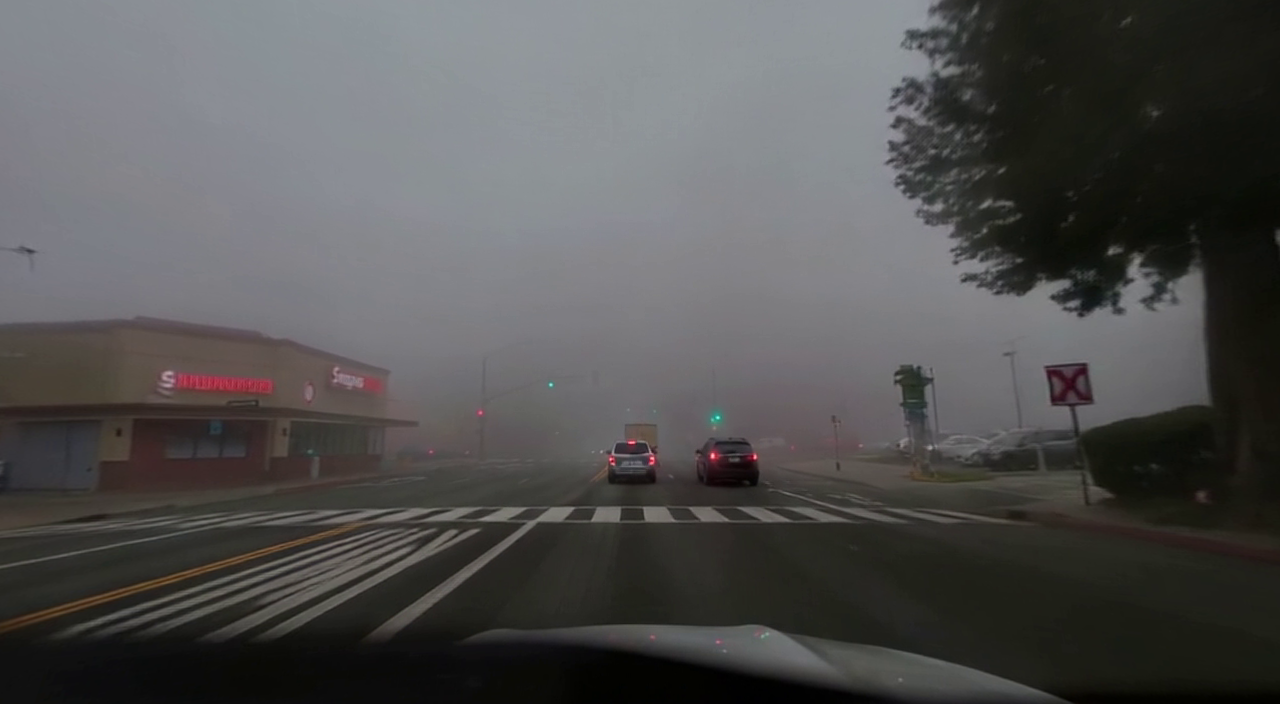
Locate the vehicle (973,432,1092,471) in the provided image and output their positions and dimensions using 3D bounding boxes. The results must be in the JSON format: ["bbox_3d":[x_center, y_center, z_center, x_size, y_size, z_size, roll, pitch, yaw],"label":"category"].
[{"bbox_3d":[16.572,4.195,26.710,3.880,1.538,1.862,1,-8,-8],"label":"vehicle"}]

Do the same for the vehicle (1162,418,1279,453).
[{"bbox_3d":[30.690,4.440,33.347,2.231,1.749,4.411,0,-8,-2],"label":"vehicle"}]

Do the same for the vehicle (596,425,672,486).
[{"bbox_3d":[-0.229,3.975,24.553,2.638,2.065,5.313,0,-8,0],"label":"vehicle"}]

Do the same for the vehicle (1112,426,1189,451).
[{"bbox_3d":[35.077,5.988,43.475,1.817,1.548,4.050,-2,-9,-1],"label":"vehicle"}]

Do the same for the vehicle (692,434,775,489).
[{"bbox_3d":[3.293,3.966,23.260,2.276,1.787,4.630,0,-8,-1],"label":"vehicle"}]
